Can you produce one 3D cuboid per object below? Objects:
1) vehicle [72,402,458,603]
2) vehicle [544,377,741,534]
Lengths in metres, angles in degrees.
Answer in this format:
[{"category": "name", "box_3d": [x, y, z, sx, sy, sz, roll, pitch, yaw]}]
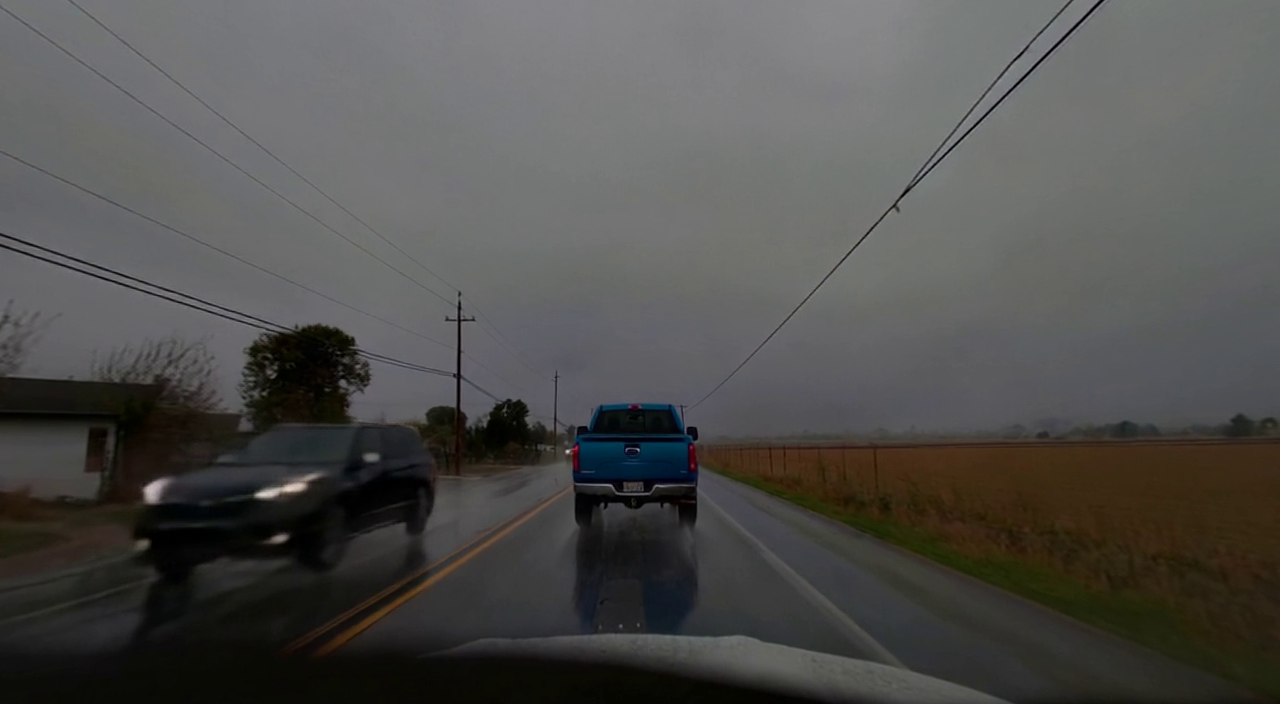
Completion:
[{"category": "vehicle", "box_3d": [-3.886, 1.625, 7.692, 2.051, 1.735, 4.259, 0, -8, 0]}, {"category": "vehicle", "box_3d": [-0.038, 2.073, 13.102, 2.912, 2.320, 7.292, 0, -8, -1]}]
